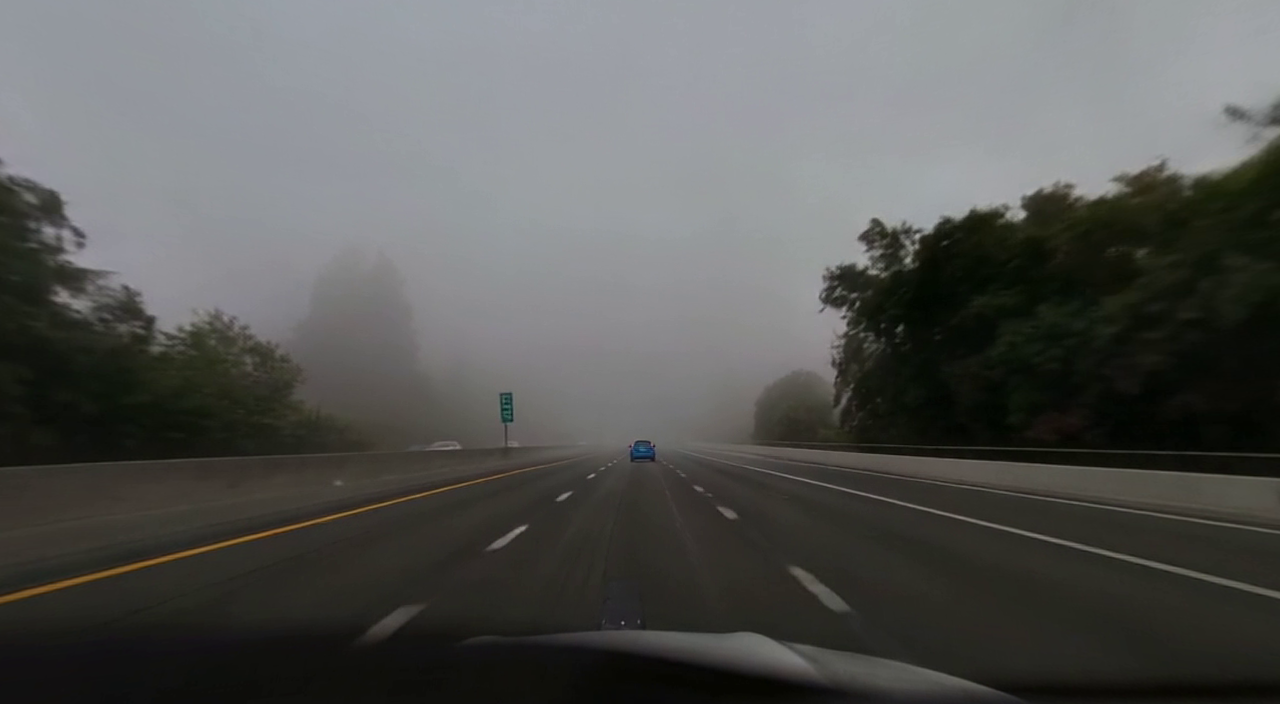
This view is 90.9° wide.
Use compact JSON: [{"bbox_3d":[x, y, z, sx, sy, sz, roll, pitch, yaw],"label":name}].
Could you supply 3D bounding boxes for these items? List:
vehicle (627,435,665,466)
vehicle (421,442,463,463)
[{"bbox_3d":[0.331,6.191,39.626,2.247,1.825,4.036,0,-9,0],"label":"vehicle"},{"bbox_3d":[-15.208,7.754,48.580,1.898,1.564,3.965,0,-9,0],"label":"vehicle"}]
